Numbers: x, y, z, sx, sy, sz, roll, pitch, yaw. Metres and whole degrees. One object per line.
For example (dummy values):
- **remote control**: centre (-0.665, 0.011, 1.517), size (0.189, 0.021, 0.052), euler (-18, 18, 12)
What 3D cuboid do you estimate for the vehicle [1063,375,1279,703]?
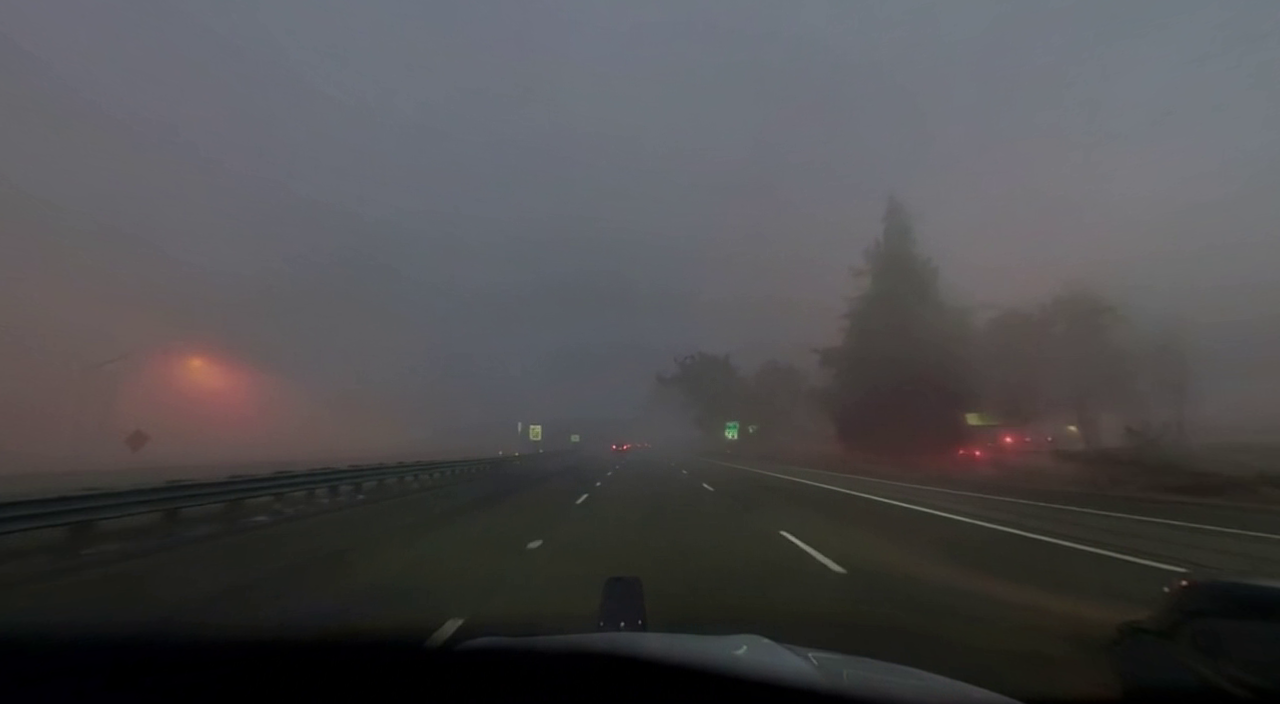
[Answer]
- **vehicle**: centre (3.788, 0.709, 1.508), size (2.071, 1.560, 4.983), euler (0, -8, 0)
